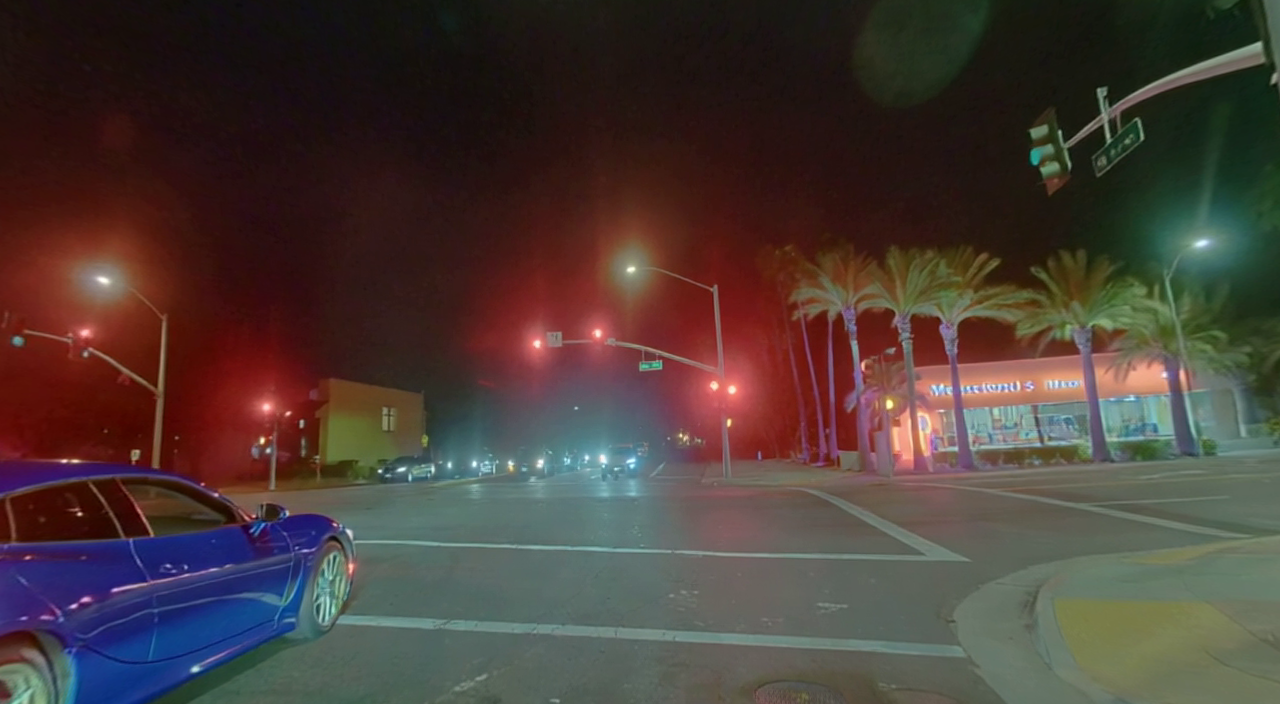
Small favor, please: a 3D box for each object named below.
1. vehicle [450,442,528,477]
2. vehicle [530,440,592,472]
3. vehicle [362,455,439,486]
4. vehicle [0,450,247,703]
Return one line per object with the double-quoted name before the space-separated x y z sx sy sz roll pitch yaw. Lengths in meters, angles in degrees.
"vehicle" -8.437 6.082 35.942 2.152 1.825 5.406 -2 -9 11
"vehicle" -4.527 6.063 36.903 2.092 1.709 4.775 -2 -9 12
"vehicle" -12.657 6.260 33.723 1.880 1.440 4.418 -3 -9 9
"vehicle" -3.698 1.024 2.248 1.850 1.325 4.295 0 -9 0
